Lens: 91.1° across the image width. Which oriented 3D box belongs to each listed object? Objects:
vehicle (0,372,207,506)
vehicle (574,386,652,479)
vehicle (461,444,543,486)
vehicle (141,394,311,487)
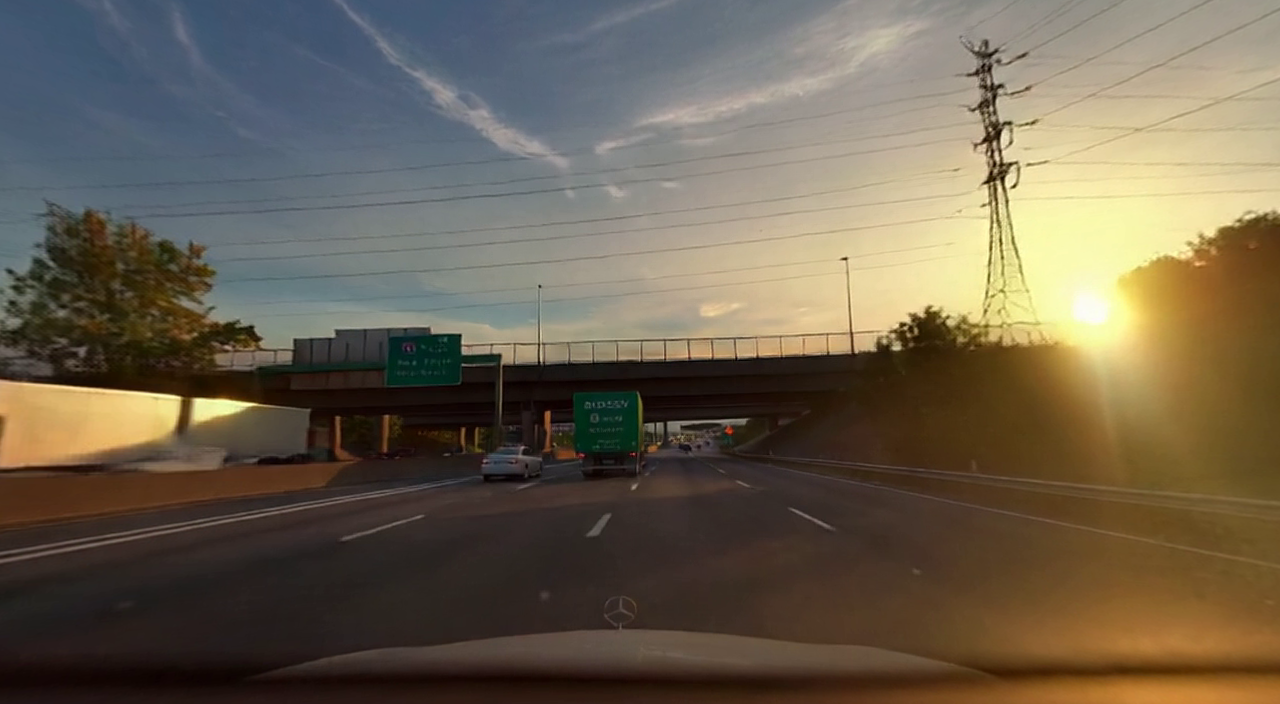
[{"bbox_3d":[-21.097,3.234,22.889,2.942,4.086,10.219,-1,-9,2],"label":"vehicle"},{"bbox_3d":[-1.067,4.426,33.559,3.025,4.002,12.709,-1,-9,3],"label":"vehicle"},{"bbox_3d":[-5.288,4.371,24.732,1.958,1.467,4.737,-1,-9,3],"label":"vehicle"},{"bbox_3d":[-20.643,4.568,32.195,2.818,4.103,8.096,-1,-9,2],"label":"vehicle"}]
